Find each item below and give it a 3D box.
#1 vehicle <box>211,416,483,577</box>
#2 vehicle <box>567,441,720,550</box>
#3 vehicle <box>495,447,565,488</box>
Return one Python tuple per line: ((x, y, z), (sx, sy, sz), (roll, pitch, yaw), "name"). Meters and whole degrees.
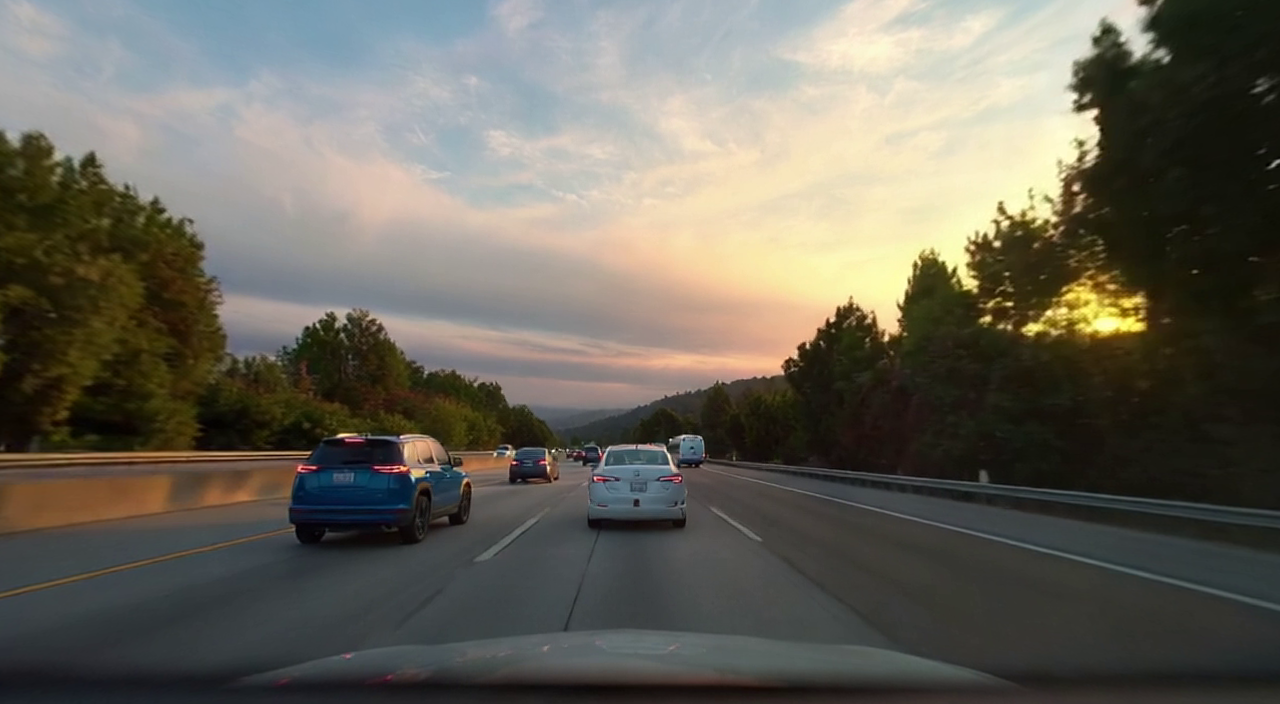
((-3.667, 1.875, 8.895), (1.830, 1.703, 4.142), (0, -9, 0), "vehicle")
((-0.011, 2.320, 10.863), (2.120, 1.478, 4.179), (0, -9, -2), "vehicle")
((-4.337, 4.623, 25.477), (2.122, 1.491, 3.800), (0, -9, 0), "vehicle")
